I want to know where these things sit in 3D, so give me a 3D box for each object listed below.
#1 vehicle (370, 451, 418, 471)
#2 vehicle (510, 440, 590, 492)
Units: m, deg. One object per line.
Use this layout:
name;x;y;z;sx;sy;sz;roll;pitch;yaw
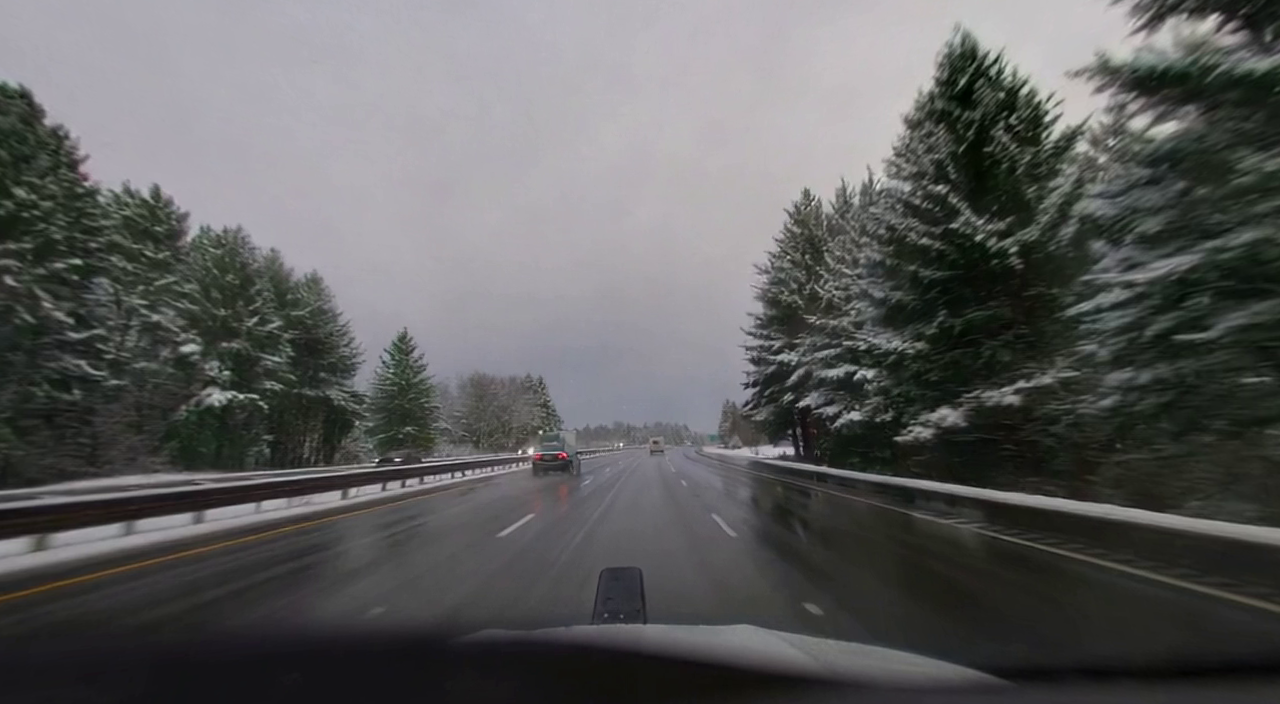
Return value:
vehicle;-18.553;8.253;47.721;2.031;1.420;3.675;-1;-9;2
vehicle;-2.919;3.822;21.445;1.959;1.571;4.313;-1;-9;2
